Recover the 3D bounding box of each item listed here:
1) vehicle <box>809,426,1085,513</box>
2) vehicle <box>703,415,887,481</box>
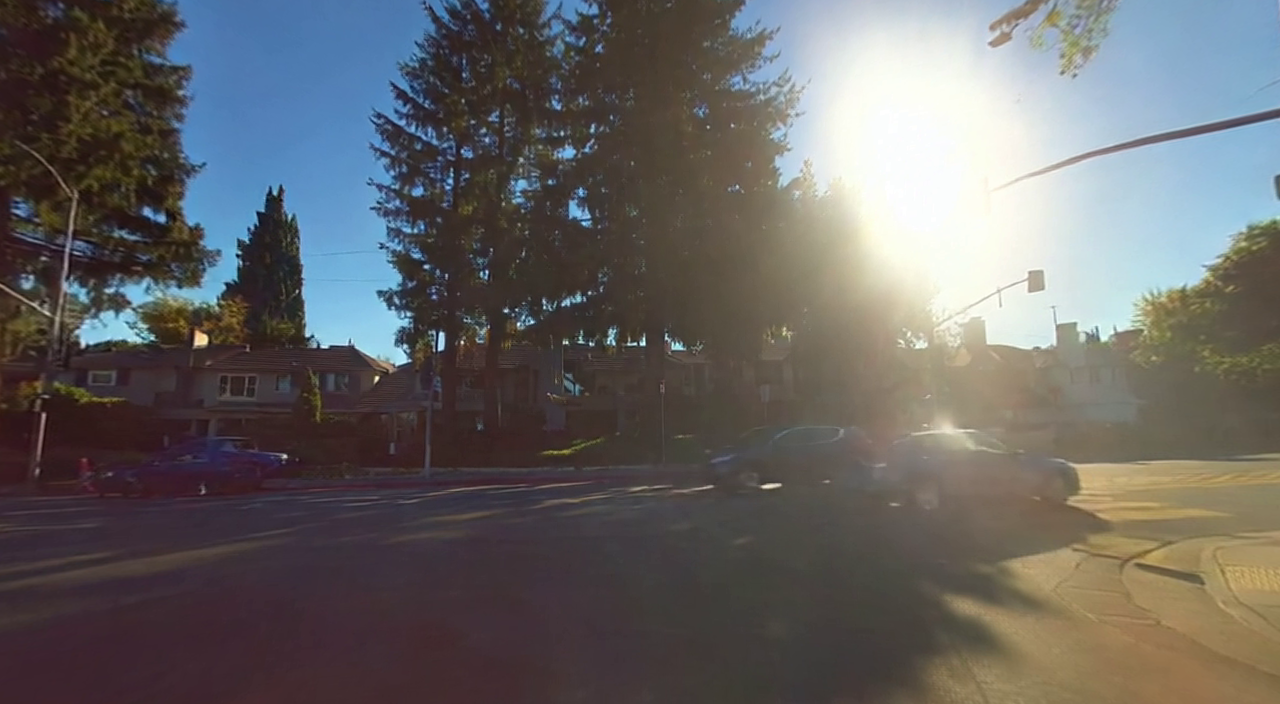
[{"bbox_3d":[5.726,2.155,11.945,4.517,1.419,1.836,2,-9,-16],"label":"vehicle"},{"bbox_3d":[4.546,2.837,18.791,4.882,1.783,2.093,2,-9,-16],"label":"vehicle"}]
